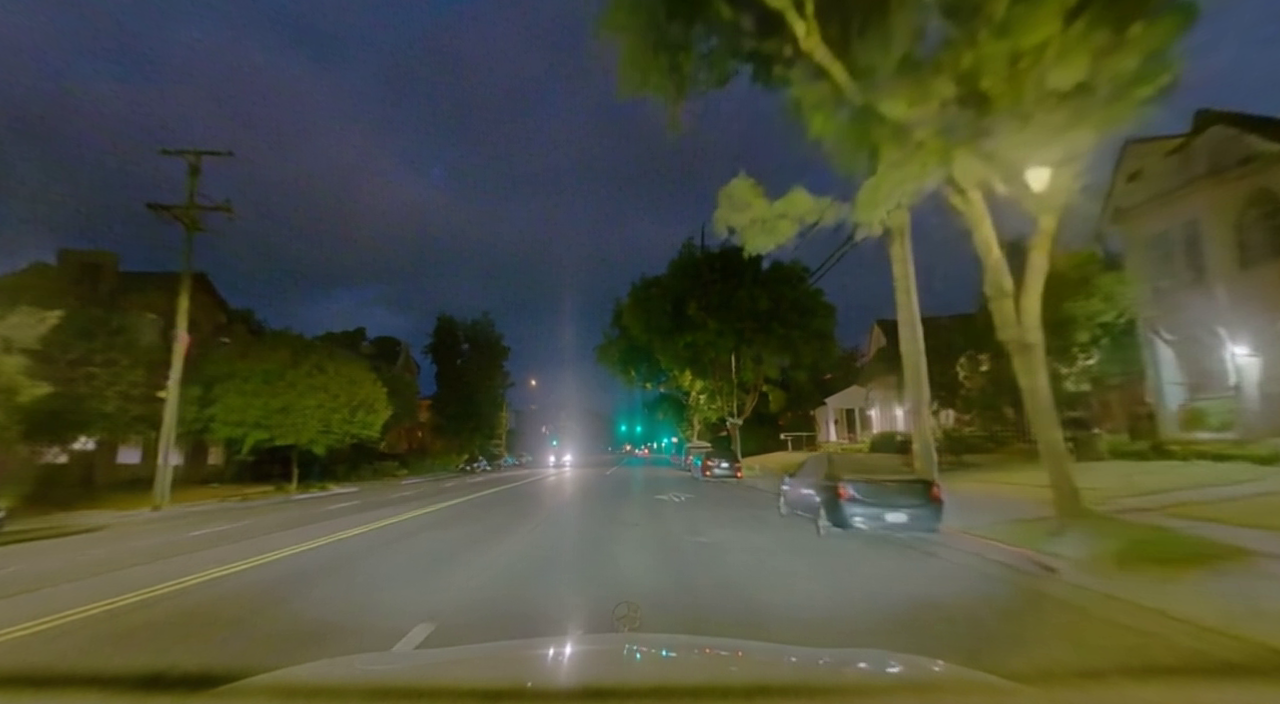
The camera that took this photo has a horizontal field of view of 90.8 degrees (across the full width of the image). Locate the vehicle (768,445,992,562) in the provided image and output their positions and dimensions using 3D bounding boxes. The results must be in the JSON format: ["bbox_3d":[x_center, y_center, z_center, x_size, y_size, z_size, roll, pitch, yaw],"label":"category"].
[{"bbox_3d":[3.527,2.289,10.375,2.009,1.468,4.414,0,-9,1],"label":"vehicle"}]

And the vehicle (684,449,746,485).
[{"bbox_3d":[3.316,5.224,29.030,2.158,1.477,5.135,0,-9,0],"label":"vehicle"}]

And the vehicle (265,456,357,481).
[{"bbox_3d":[-21.306,7.576,41.083,4.870,1.529,2.004,0,-9,0],"label":"vehicle"}]
